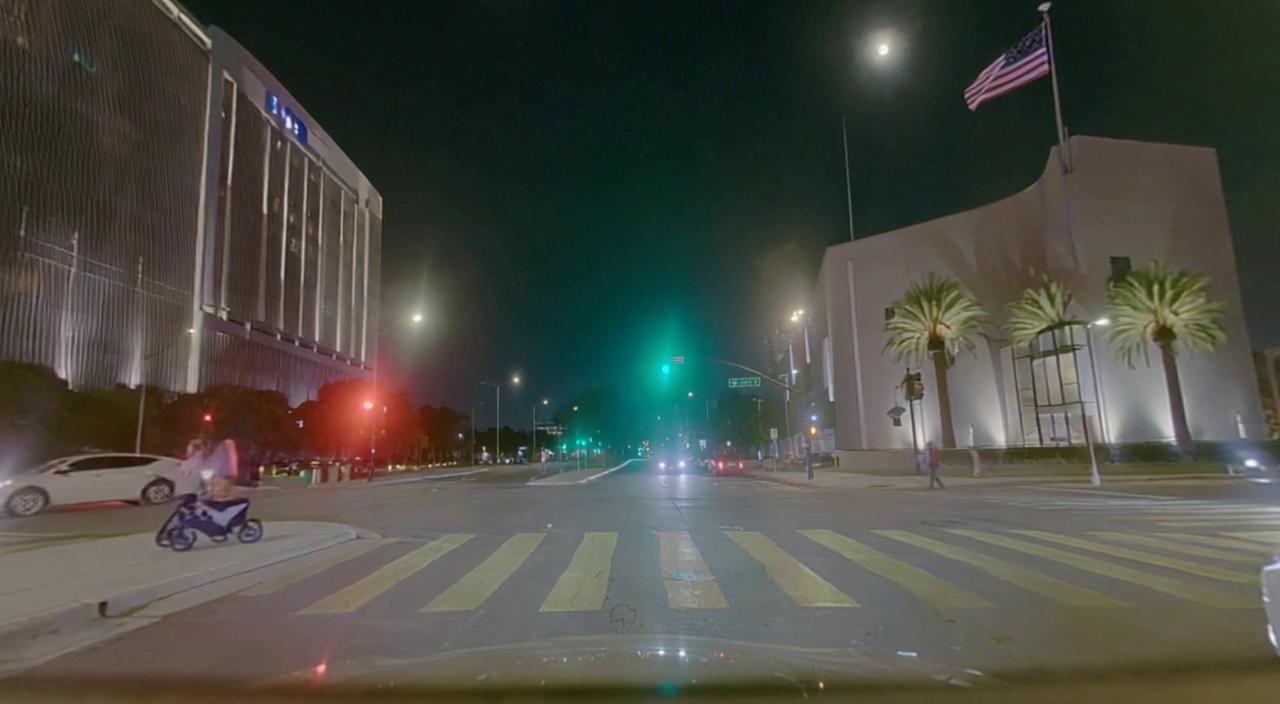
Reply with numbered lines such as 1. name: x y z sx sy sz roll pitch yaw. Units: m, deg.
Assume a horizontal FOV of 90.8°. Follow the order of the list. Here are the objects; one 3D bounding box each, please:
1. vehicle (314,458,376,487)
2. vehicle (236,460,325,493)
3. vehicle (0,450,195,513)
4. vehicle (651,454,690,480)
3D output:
1. vehicle: -20.113 8.227 43.351 2.043 1.745 4.420 0 -9 1
2. vehicle: -19.934 6.907 35.326 2.069 1.540 4.774 0 -8 1
3. vehicle: -15.744 3.658 18.231 4.499 1.594 1.898 5 -10 -31
4. vehicle: 1.956 7.515 41.590 2.000 1.525 4.273 0 -8 -5
